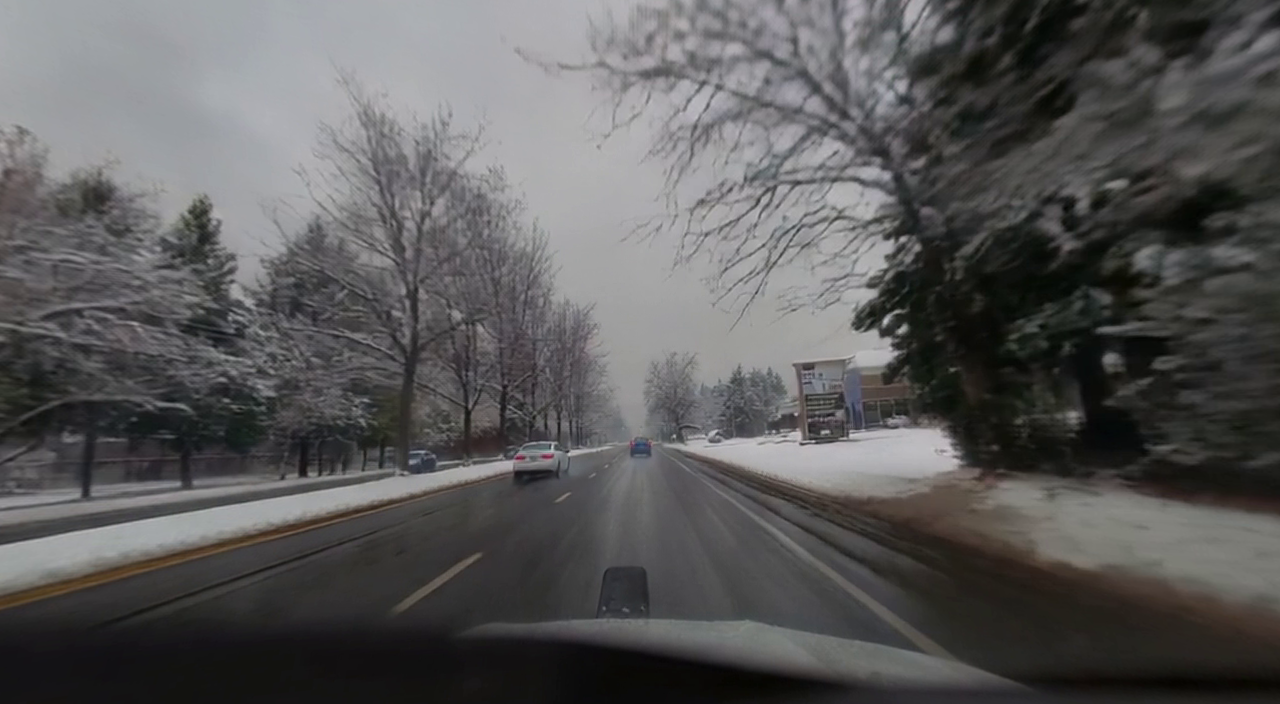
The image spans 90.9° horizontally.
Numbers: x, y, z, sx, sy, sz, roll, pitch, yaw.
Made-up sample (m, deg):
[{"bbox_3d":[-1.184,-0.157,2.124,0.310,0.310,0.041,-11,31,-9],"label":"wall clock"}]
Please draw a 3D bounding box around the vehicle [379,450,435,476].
[{"bbox_3d":[-15.042,7.176,41.016,1.752,1.590,4.745,0,-8,1],"label":"vehicle"}]

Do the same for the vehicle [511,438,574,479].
[{"bbox_3d":[-4.128,4.599,27.434,1.914,1.630,4.351,0,-8,2],"label":"vehicle"}]
